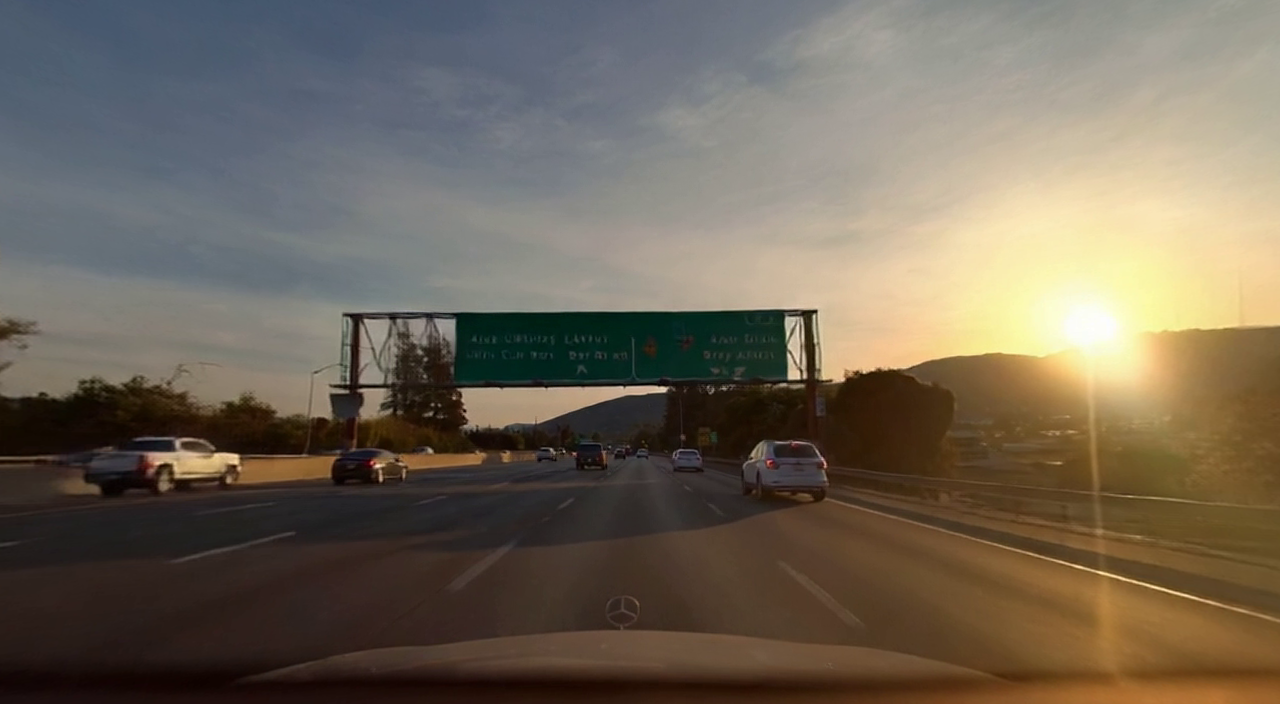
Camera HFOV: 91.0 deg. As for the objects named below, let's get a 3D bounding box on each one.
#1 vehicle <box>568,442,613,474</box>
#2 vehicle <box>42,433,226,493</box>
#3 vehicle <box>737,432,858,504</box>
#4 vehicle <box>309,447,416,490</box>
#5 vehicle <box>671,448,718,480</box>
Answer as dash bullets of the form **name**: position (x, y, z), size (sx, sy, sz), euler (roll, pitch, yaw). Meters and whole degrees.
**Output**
- **vehicle**: position (-3.061, 6.735, 40.238), size (2.449, 1.929, 5.503), euler (0, -9, 0)
- **vehicle**: position (-16.924, 3.730, 21.502), size (2.181, 1.819, 4.830), euler (0, -9, 1)
- **vehicle**: position (4.298, 3.273, 18.156), size (2.218, 1.776, 4.807), euler (0, -9, 0)
- **vehicle**: position (-10.515, 4.422, 24.331), size (1.974, 1.472, 4.684), euler (0, -9, 0)
- **vehicle**: position (2.785, 5.846, 33.240), size (2.126, 1.529, 4.438), euler (0, -9, 1)
